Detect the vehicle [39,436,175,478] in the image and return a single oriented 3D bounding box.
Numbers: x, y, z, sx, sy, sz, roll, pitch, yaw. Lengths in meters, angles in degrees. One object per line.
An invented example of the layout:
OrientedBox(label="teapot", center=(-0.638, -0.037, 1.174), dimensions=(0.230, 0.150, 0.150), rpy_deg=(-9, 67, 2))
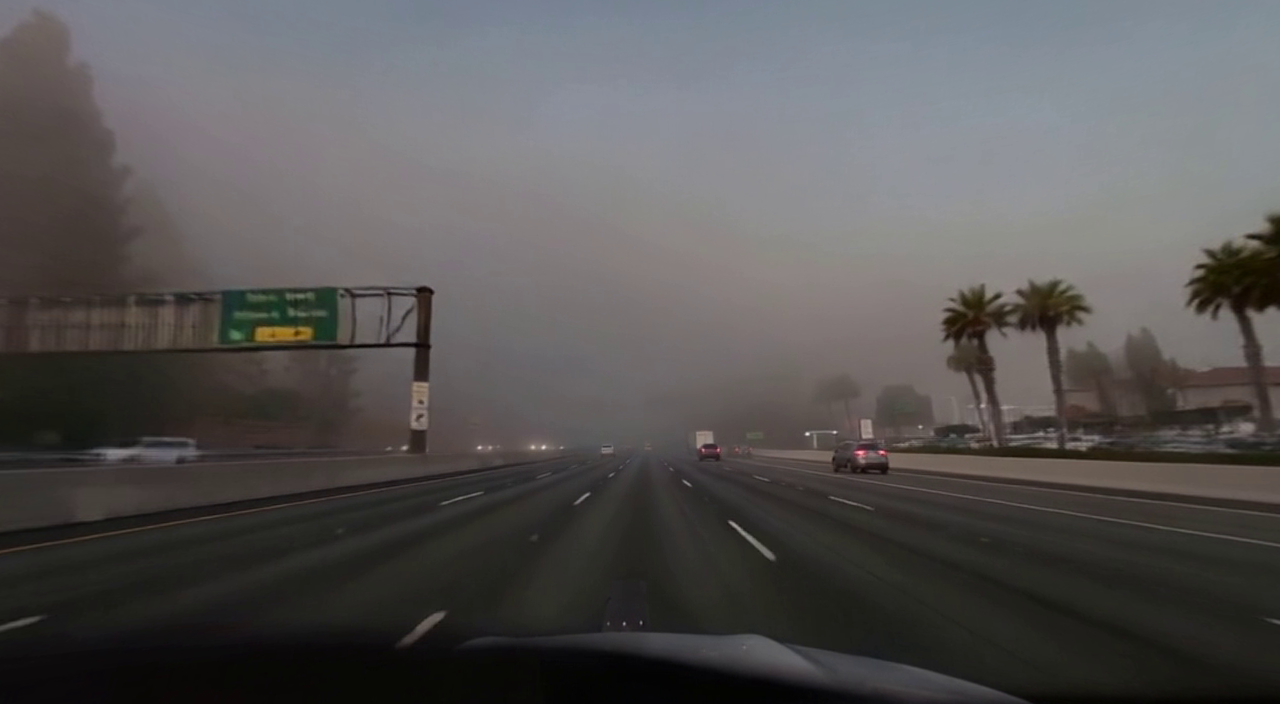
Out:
OrientedBox(label="vehicle", center=(-22.193, 4.394, 26.508), dimensions=(1.885, 1.594, 4.297), rpy_deg=(0, -9, 1))

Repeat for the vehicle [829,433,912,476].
OrientedBox(label="vehicle", center=(10.947, 4.899, 30.382), dimensions=(2.168, 1.861, 4.678), rpy_deg=(0, -8, -1))
